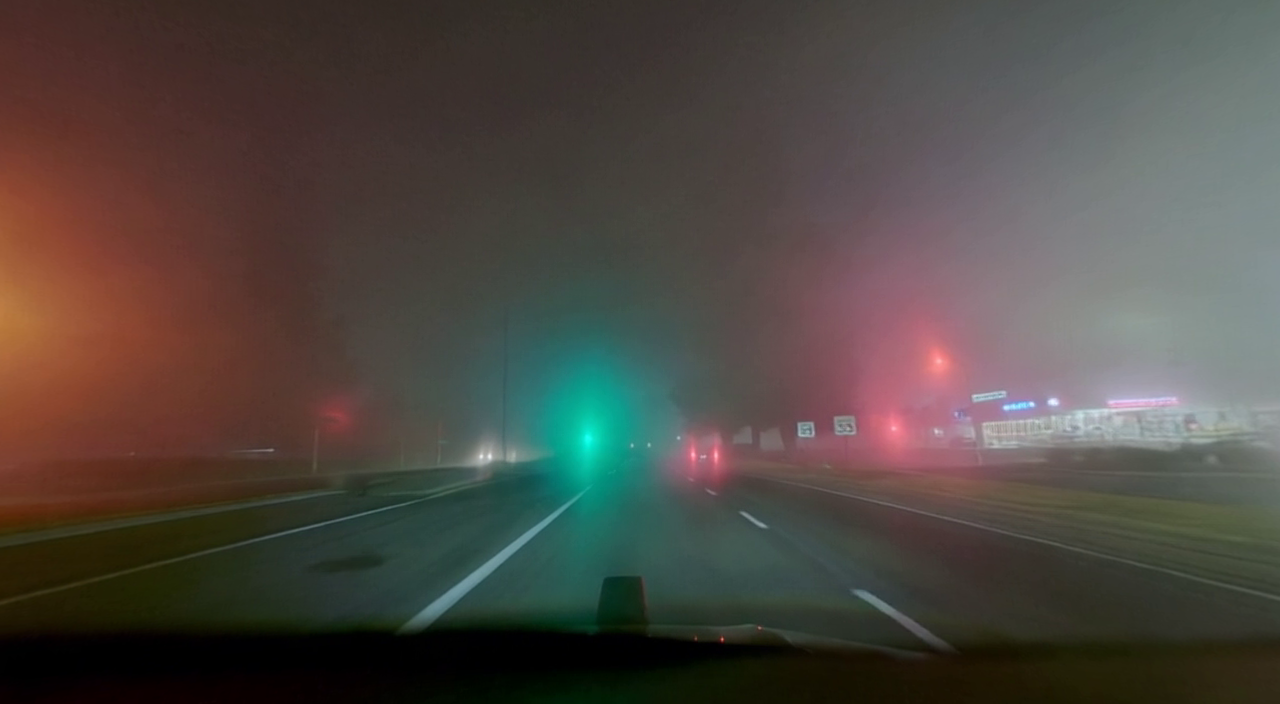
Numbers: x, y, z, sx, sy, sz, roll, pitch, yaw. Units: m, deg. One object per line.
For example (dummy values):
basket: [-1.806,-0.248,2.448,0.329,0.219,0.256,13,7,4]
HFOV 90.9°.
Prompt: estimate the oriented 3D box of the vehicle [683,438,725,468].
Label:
vehicle: [3.823,6.100,38.212,2.007,1.683,4.171,0,-8,-1]

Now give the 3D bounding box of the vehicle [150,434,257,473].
vehicle: [-32.605,7.577,47.201,6.090,2.737,2.475,-1,-8,1]
